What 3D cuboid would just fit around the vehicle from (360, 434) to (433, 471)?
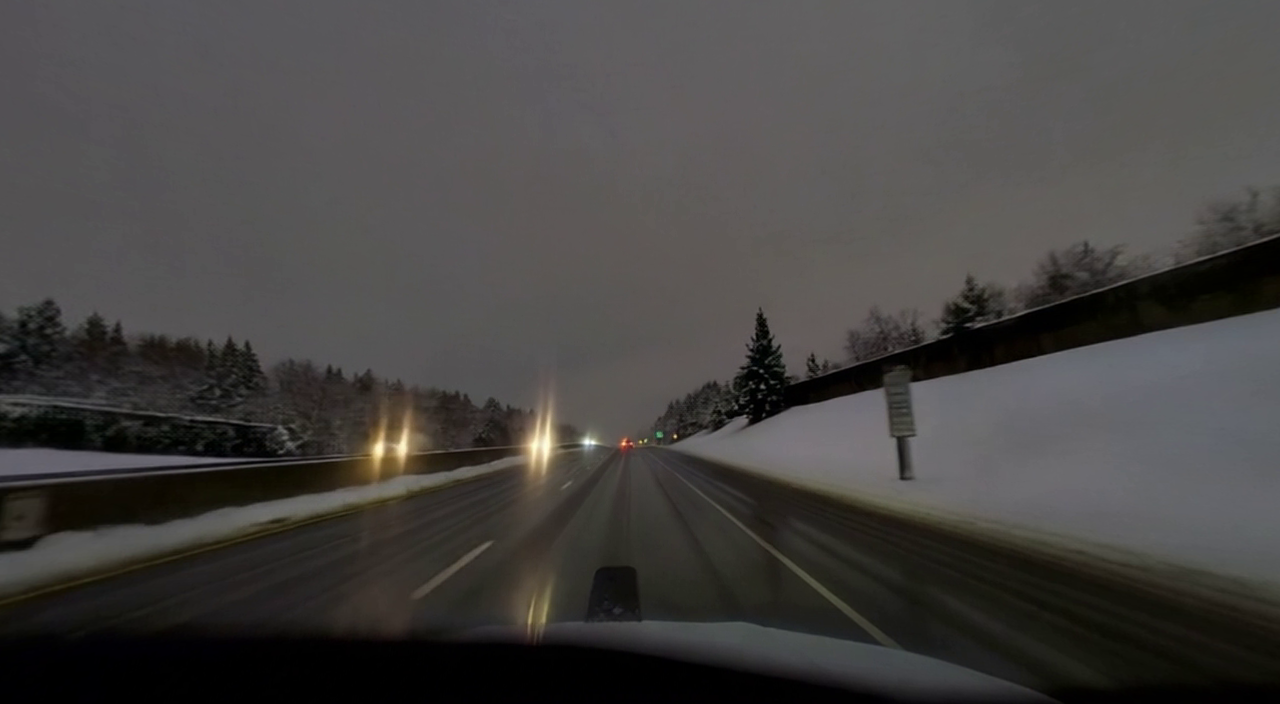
[{"bbox_3d":[-13.839,5.698,36.079,2.136,1.968,5.178,0,-8,0],"label":"vehicle"}]
